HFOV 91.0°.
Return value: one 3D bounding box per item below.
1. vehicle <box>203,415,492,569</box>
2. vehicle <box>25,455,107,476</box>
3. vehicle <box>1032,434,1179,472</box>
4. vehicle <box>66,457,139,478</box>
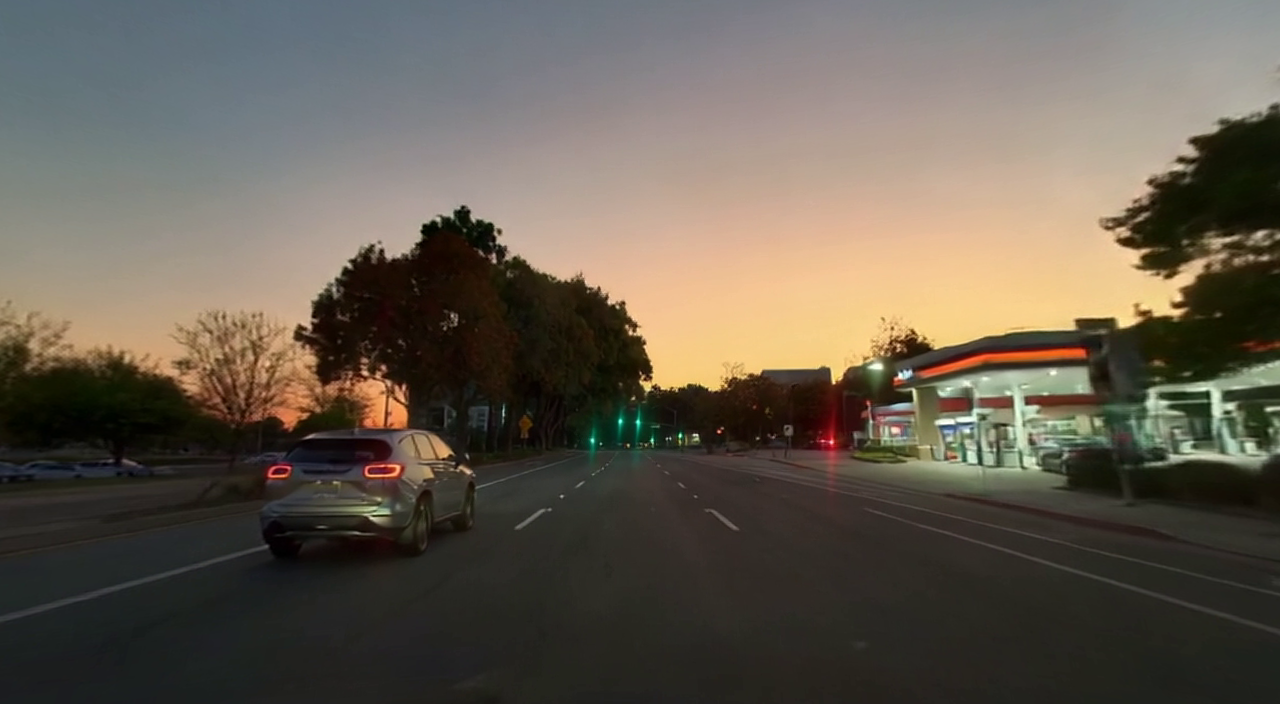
[{"bbox_3d":[-3.736,1.875,9.254,2.039,1.656,4.710,0,-9,-1],"label":"vehicle"},{"bbox_3d":[-42.033,8.301,46.225,1.770,1.405,4.502,0,-9,0],"label":"vehicle"},{"bbox_3d":[18.583,4.058,25.276,4.398,1.457,1.806,0,-9,2],"label":"vehicle"},{"bbox_3d":[-39.334,8.463,46.167,1.622,1.345,4.259,0,-9,-1],"label":"vehicle"}]
